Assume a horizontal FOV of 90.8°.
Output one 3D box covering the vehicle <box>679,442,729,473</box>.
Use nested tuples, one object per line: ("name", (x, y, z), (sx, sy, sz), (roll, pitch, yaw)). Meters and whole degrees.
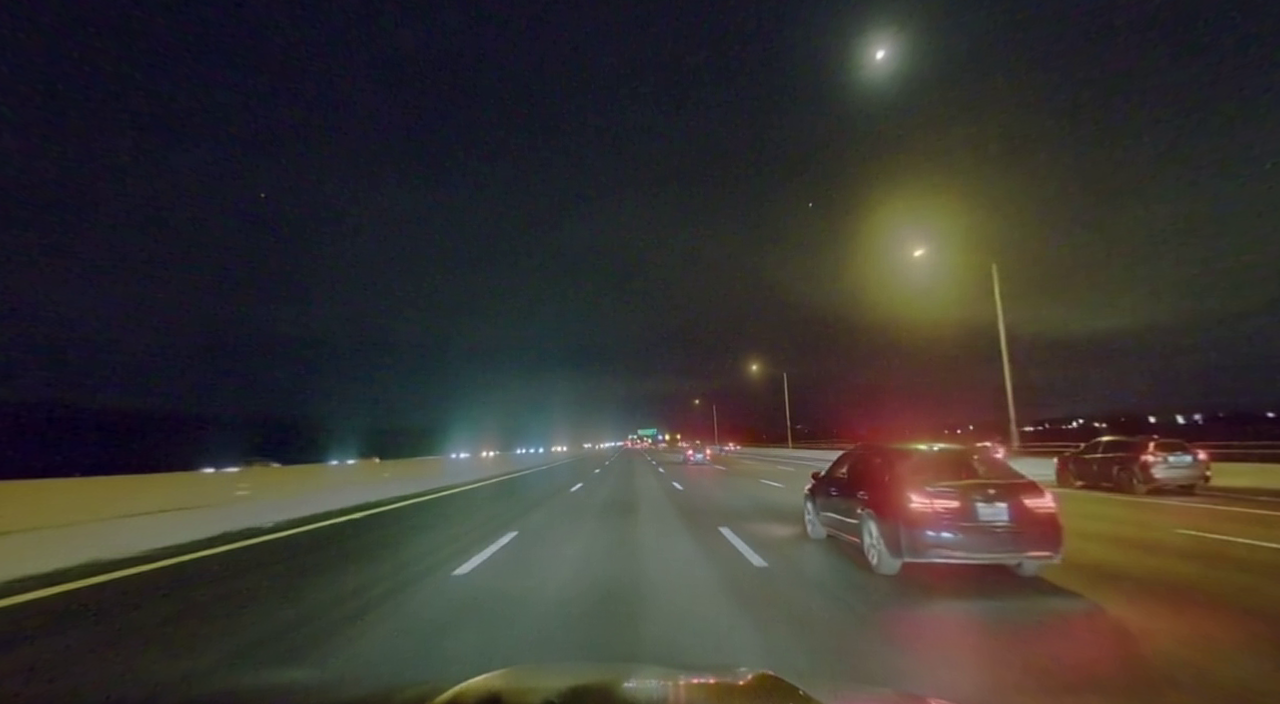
("vehicle", (3.190, 5.395, 32.511), (2.038, 1.477, 4.313), (0, -9, -1))

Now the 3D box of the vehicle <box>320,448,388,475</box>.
("vehicle", (-15.059, 5.771, 33.512), (1.861, 1.296, 3.759), (0, -8, 0))

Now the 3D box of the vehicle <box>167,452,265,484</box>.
("vehicle", (-22.002, 6.023, 33.078), (1.931, 1.483, 4.605), (0, -9, 0))

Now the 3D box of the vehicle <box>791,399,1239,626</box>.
("vehicle", (3.242, 1.486, 6.876), (1.977, 1.601, 4.598), (0, -9, -1))
